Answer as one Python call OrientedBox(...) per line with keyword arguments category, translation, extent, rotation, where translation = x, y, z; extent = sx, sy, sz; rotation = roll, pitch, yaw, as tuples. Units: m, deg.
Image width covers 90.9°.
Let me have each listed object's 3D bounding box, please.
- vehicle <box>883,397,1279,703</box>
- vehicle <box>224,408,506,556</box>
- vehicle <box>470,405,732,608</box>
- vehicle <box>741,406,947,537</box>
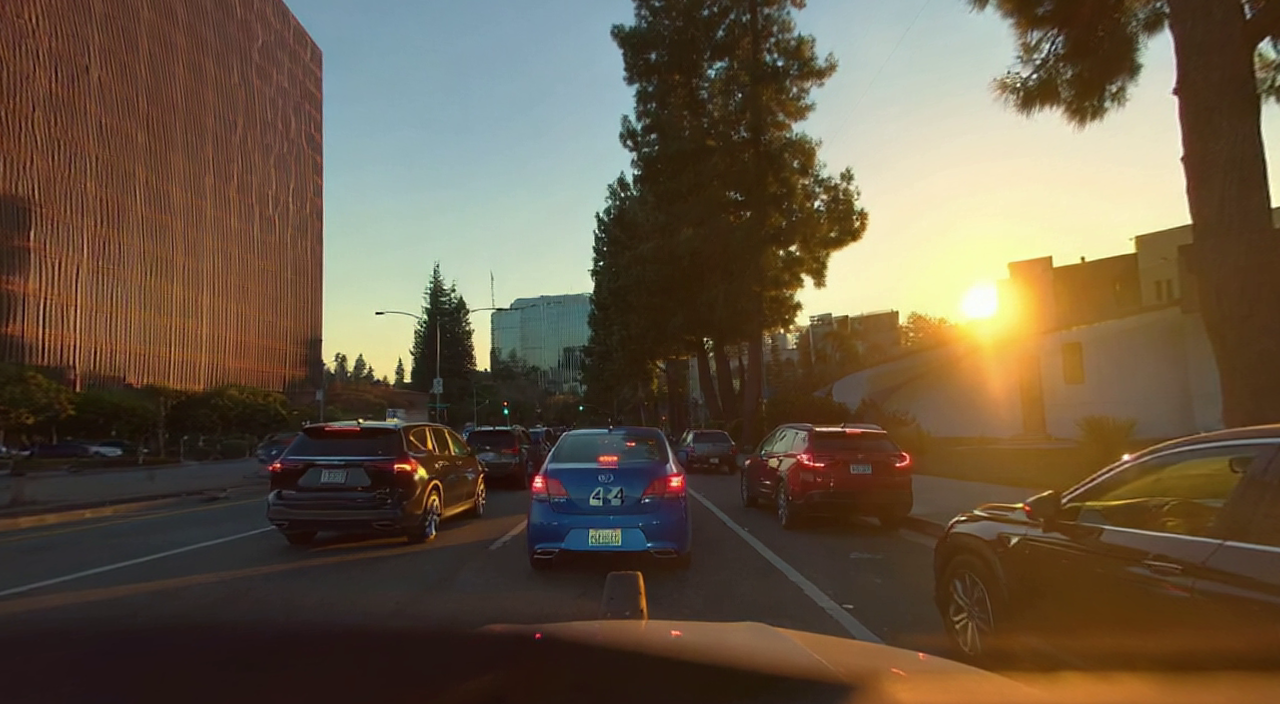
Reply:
OrientedBox(category="vehicle", translation=(3.235, 1.069, 3.374), extent=(2.045, 1.459, 4.462), rotation=(0, -8, -1))
OrientedBox(category="vehicle", translation=(-3.763, 1.886, 9.889), extent=(2.141, 1.718, 4.809), rotation=(0, -8, 1))
OrientedBox(category="vehicle", translation=(-0.362, 1.583, 7.420), extent=(2.114, 1.631, 4.459), rotation=(0, -8, -1))
OrientedBox(category="vehicle", translation=(3.335, 2.080, 11.541), extent=(2.117, 1.879, 4.715), rotation=(0, -8, -1))
